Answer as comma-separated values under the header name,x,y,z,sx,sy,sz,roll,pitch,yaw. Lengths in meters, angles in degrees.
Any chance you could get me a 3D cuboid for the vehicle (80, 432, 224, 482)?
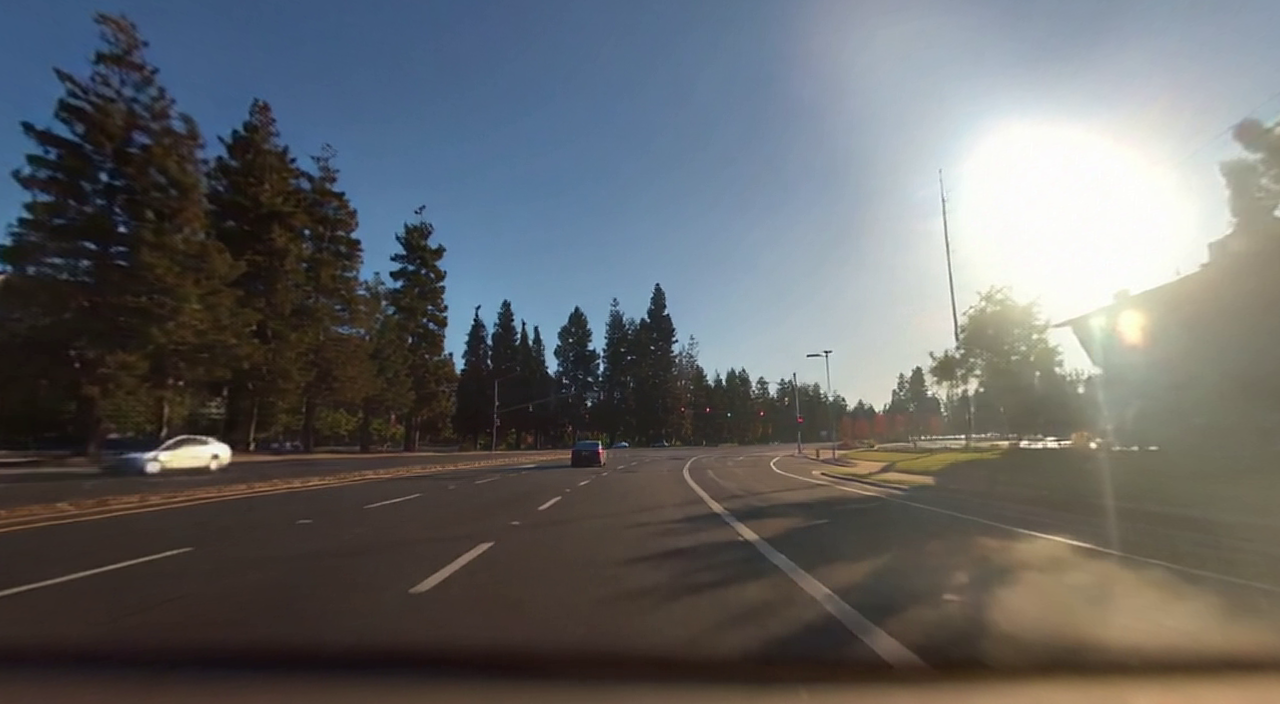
name,x,y,z,sx,sy,sz,roll,pitch,yaw
vehicle,-18.969,4.096,24.883,1.974,1.778,4.391,-1,-8,3
